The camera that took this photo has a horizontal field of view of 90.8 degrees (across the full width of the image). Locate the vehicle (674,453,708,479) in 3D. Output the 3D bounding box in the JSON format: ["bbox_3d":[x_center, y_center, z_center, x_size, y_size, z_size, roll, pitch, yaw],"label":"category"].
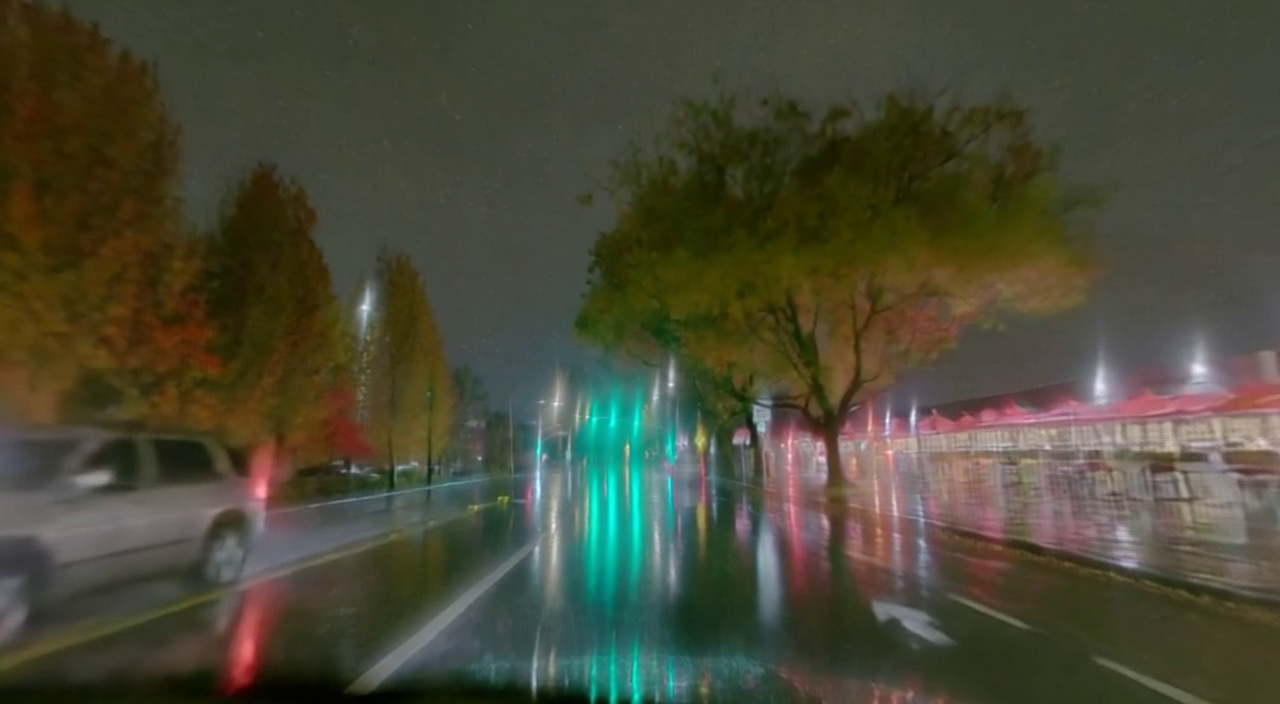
[{"bbox_3d":[3.642,8.222,45.738,1.957,1.753,4.413,0,-9,-2],"label":"vehicle"}]

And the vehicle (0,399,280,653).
[{"bbox_3d":[-6.255,1.541,6.134,2.545,1.943,5.168,0,-9,-2],"label":"vehicle"}]
